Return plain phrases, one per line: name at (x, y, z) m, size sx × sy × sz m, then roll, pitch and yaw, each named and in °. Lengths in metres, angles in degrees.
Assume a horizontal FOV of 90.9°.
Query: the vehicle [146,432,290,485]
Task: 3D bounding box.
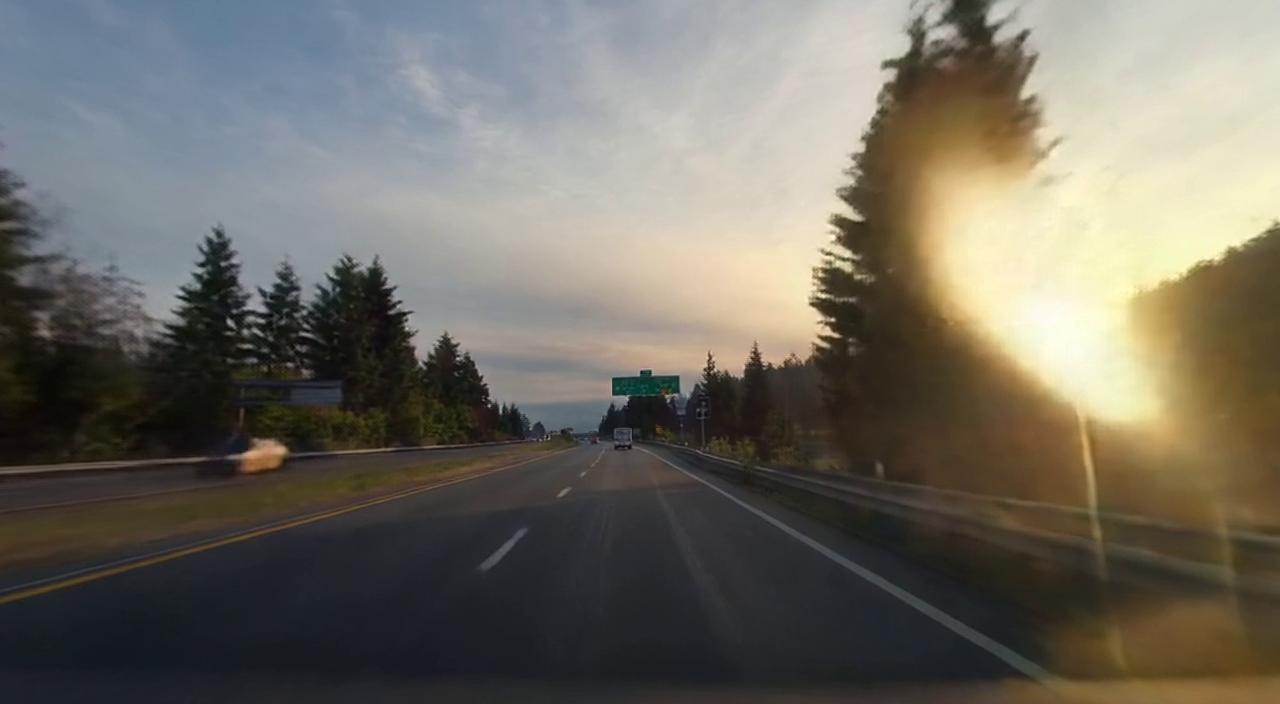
vehicle at (-12.681, 3.194, 19.257) m, size 1.853 × 1.436 × 3.706 m, roll 0°, pitch -8°, yaw -1°
